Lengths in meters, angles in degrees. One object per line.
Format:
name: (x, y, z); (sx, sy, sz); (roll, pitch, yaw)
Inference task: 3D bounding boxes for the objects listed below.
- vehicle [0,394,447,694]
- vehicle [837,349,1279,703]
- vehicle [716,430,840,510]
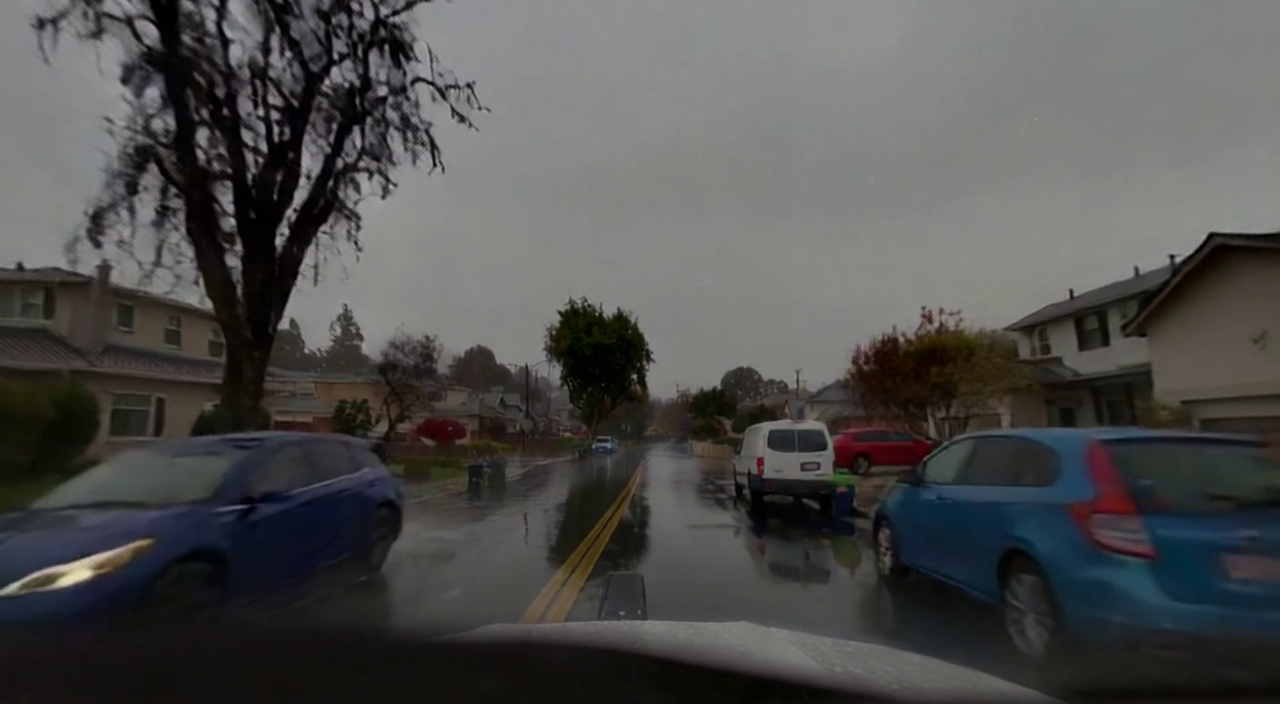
vehicle: (-3.979, 1.495, 6.362); (2.278, 1.704, 5.321); (0, -8, 1)
vehicle: (3.026, 1.122, 4.505); (1.822, 1.668, 4.147); (0, -9, -1)
vehicle: (3.248, 2.927, 16.151); (2.074, 1.646, 5.457); (1, -9, 1)
